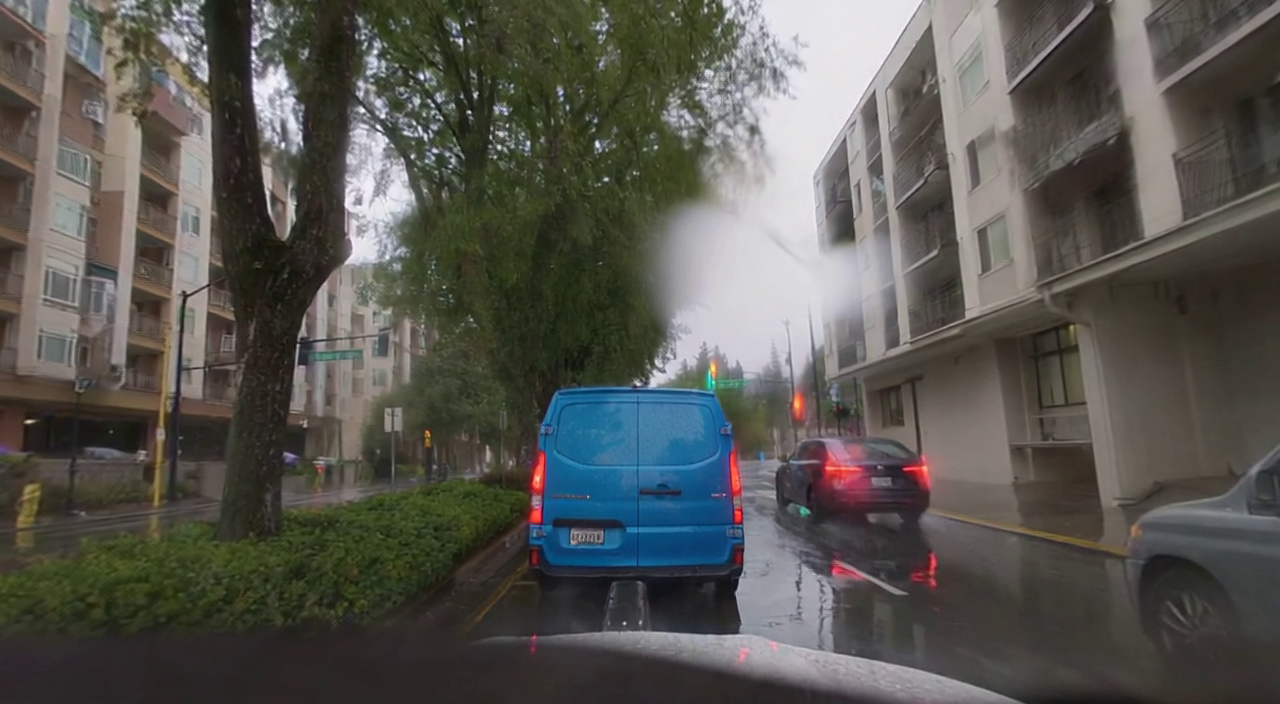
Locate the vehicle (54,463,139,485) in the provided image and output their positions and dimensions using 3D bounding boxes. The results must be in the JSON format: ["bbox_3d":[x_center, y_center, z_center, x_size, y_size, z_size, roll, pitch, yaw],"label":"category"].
[{"bbox_3d":[-38.437,8.637,44.652,4.396,1.458,1.809,-1,-9,2],"label":"vehicle"}]

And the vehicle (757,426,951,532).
[{"bbox_3d":[3.888,2.394,12.557,2.061,1.676,4.734,0,-9,-2],"label":"vehicle"}]

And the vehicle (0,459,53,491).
[{"bbox_3d":[-35.516,6.843,35.174,3.843,1.680,1.782,-1,-9,5],"label":"vehicle"}]

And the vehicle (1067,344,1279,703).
[{"bbox_3d":[3.808,0.724,1.885,2.157,1.748,4.130,0,-9,1],"label":"vehicle"}]

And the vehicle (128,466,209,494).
[{"bbox_3d":[-33.226,9.062,44.530,4.292,1.492,1.772,-6,-14,-1],"label":"vehicle"}]

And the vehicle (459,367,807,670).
[{"bbox_3d":[-0.034,1.329,6.047,2.101,1.828,4.270,0,-9,0],"label":"vehicle"}]
